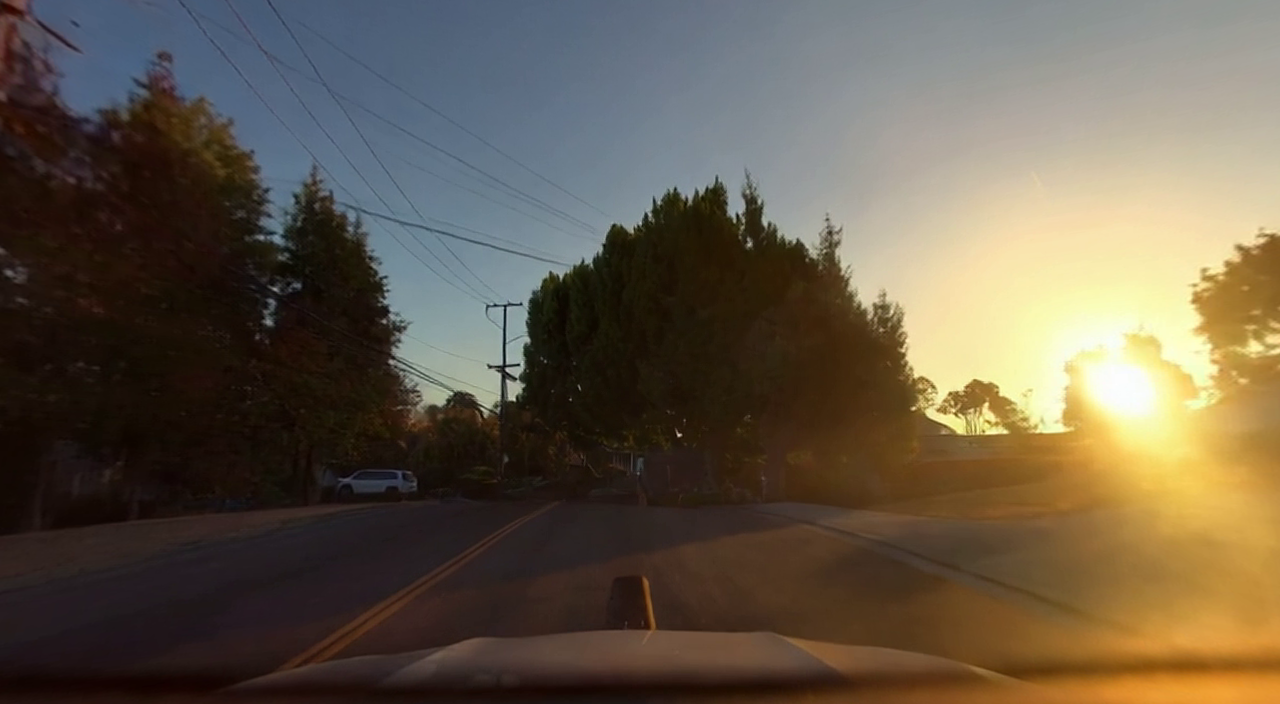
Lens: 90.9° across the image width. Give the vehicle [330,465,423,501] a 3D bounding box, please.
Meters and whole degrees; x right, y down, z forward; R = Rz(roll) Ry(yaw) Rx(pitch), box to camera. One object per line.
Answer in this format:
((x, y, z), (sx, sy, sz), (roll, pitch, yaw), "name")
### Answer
((-16.623, 8.309, 40.314), (2.301, 2.081, 6.706), (-3, -11, 8), "vehicle")
